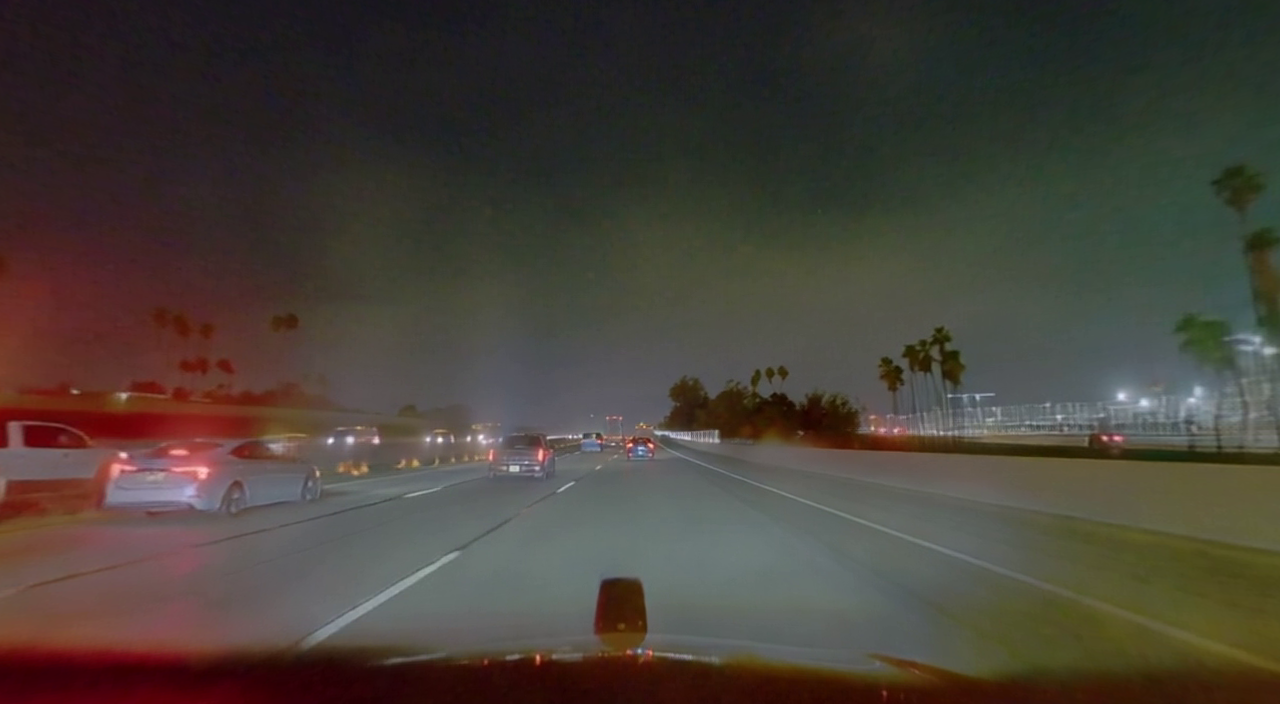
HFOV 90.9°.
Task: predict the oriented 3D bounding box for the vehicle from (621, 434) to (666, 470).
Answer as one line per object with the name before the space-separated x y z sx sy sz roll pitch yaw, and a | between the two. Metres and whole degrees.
vehicle | 0.174 5.098 32.253 2.136 1.678 4.052 0 -8 0

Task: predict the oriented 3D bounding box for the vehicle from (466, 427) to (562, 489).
vehicle | -3.893 3.376 20.421 2.108 1.740 4.549 0 -8 1

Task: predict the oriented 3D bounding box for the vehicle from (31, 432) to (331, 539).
vehicle | -7.539 2.195 11.101 1.949 1.476 4.410 0 -8 0

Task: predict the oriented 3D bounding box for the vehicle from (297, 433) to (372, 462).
vehicle | -19.473 6.088 40.498 2.059 1.710 5.208 -1 -8 3

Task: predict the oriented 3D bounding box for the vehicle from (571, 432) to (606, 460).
vehicle | -3.826 7.136 48.014 2.203 1.958 4.848 0 -8 1
